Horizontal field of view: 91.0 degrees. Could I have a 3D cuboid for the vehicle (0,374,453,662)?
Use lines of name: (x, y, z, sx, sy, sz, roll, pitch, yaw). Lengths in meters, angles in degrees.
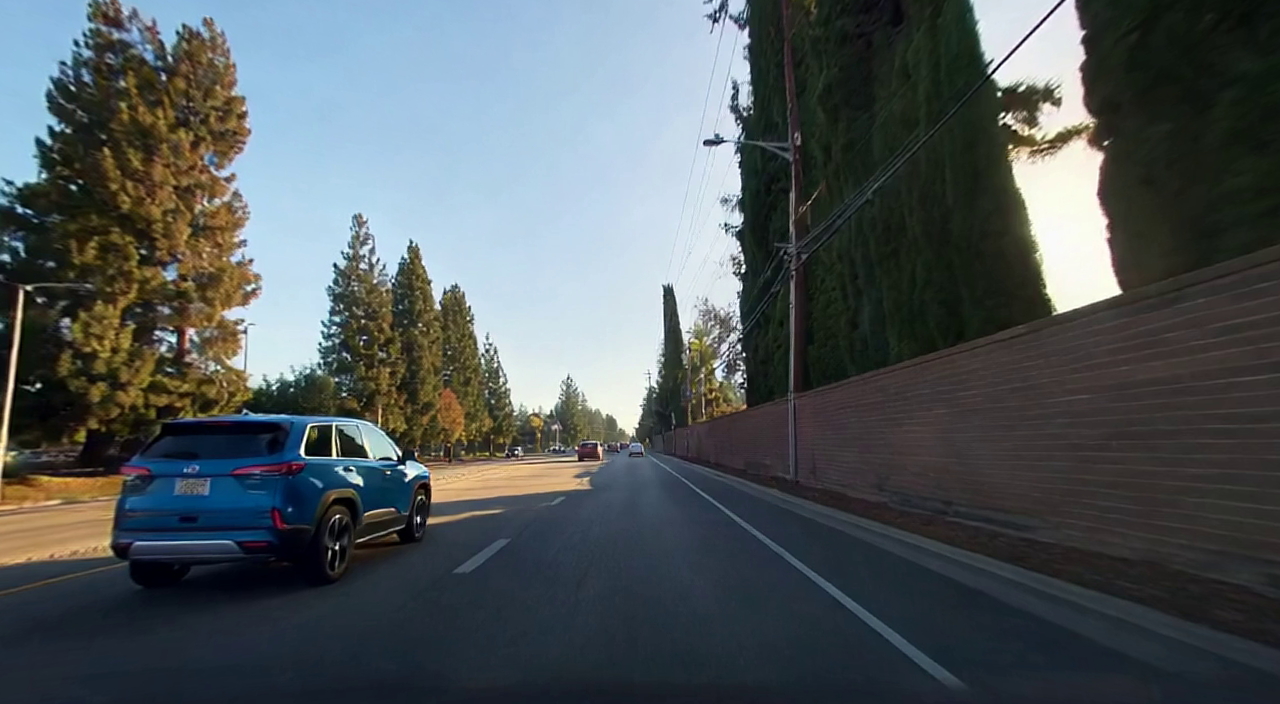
vehicle: (-3.606, 1.320, 6.145, 2.147, 1.730, 4.555, 0, -8, 0)
